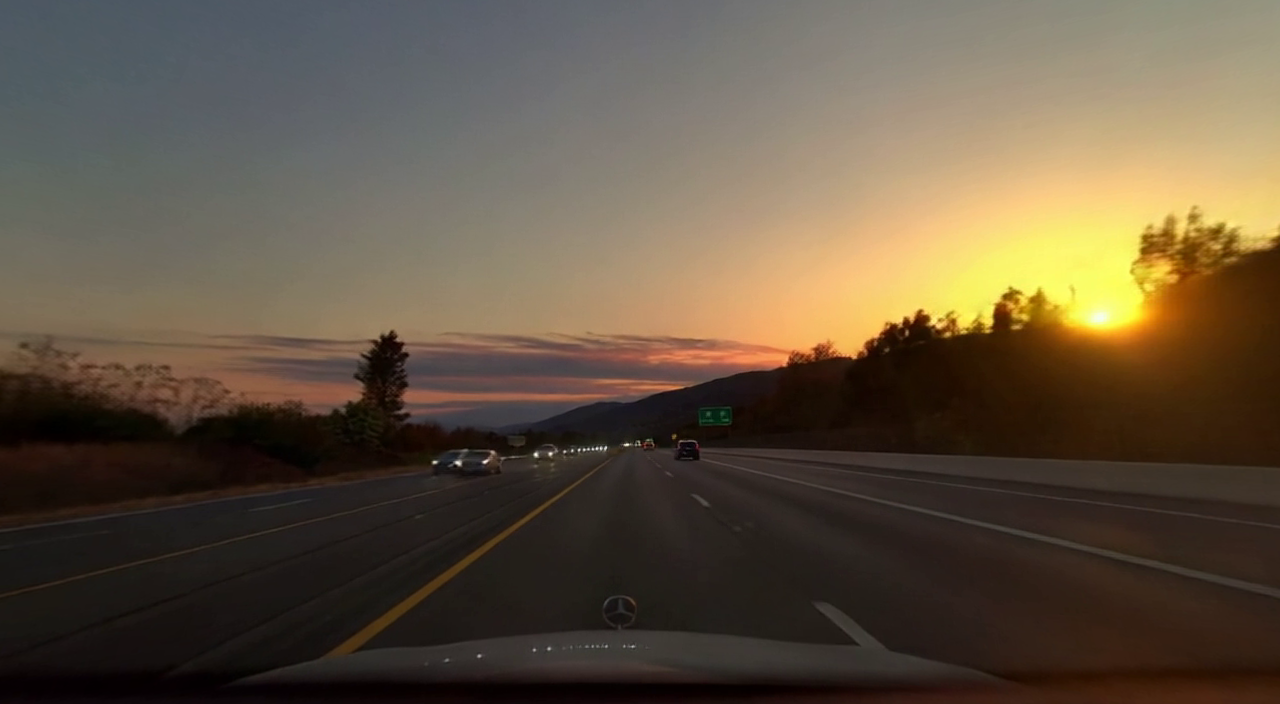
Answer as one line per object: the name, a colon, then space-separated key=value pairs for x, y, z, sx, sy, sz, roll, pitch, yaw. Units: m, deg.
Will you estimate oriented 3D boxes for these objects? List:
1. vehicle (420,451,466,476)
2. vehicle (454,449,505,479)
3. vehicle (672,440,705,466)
vehicle: x=-13.327 y=7.526 z=42.652 sx=1.920 sy=1.572 sz=4.264 roll=0 pitch=-9 yaw=-3
vehicle: x=-8.891 y=6.200 z=35.070 sx=1.893 sy=1.548 sz=4.117 roll=0 pitch=-9 yaw=-2
vehicle: x=3.291 y=6.694 z=41.743 sx=1.972 sy=1.614 sz=4.025 roll=-2 pitch=-9 yaw=7
